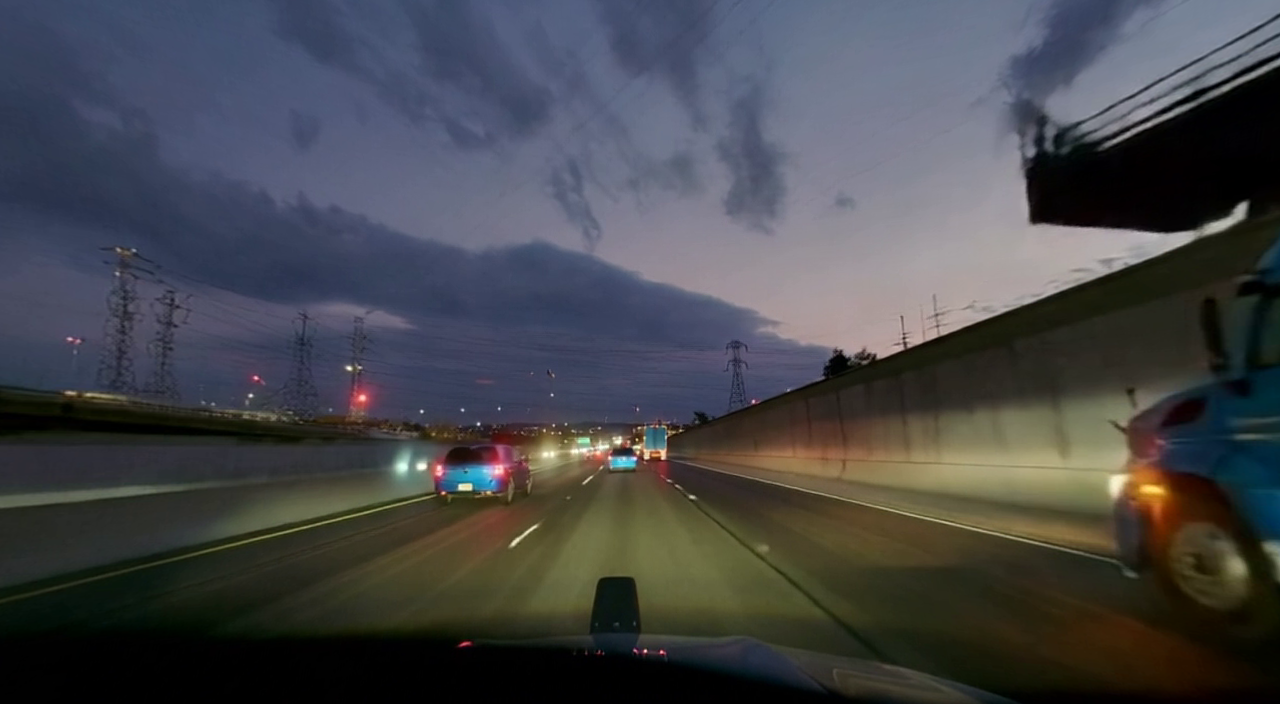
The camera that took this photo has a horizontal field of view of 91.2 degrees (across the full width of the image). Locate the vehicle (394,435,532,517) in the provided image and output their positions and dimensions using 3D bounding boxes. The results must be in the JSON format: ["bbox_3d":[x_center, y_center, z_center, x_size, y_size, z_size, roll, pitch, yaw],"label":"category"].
[{"bbox_3d":[-3.753,2.708,14.119,1.987,1.548,3.981,0,-9,-1],"label":"vehicle"}]

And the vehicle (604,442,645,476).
[{"bbox_3d":[-0.779,5.556,32.787,2.004,1.615,4.113,0,-9,-1],"label":"vehicle"}]
